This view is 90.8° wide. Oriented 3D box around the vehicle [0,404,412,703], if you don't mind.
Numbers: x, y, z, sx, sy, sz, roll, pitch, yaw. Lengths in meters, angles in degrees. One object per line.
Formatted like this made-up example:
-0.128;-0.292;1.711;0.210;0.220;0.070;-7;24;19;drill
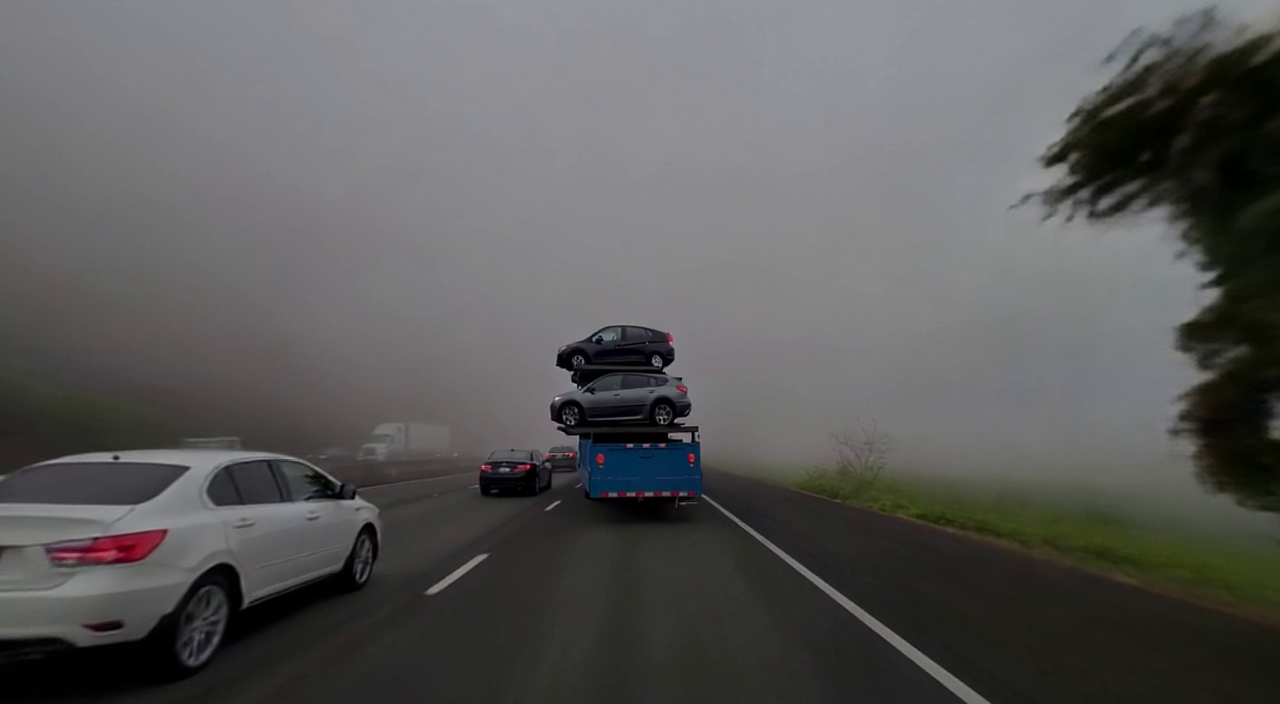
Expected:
-3.359;1.249;4.373;2.149;1.497;3.753;0;-9;0;vehicle

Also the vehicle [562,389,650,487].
-2.319;4.620;32.959;3.019;3.757;16.692;1;-9;-8;vehicle

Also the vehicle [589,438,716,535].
0.171;2.394;11.749;1.991;1.507;3.391;0;-9;-1;vehicle

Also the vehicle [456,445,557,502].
-3.809;3.536;18.832;1.947;1.470;4.526;0;-9;1;vehicle
